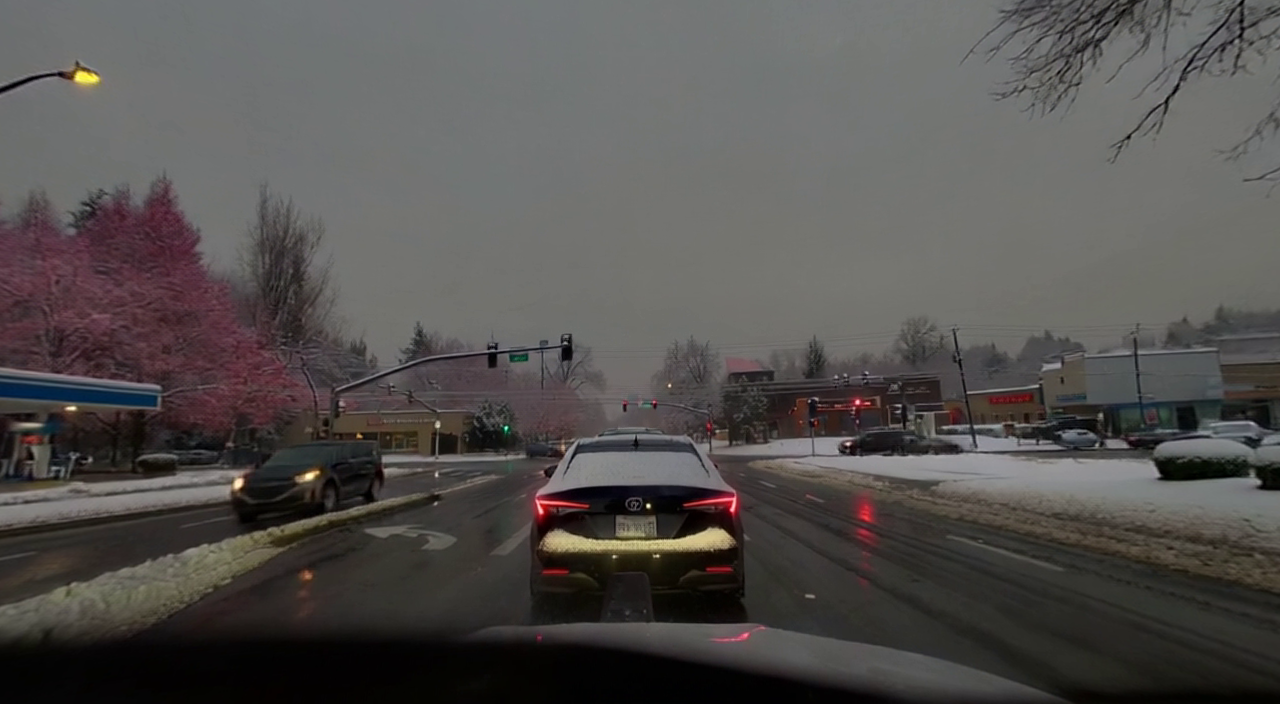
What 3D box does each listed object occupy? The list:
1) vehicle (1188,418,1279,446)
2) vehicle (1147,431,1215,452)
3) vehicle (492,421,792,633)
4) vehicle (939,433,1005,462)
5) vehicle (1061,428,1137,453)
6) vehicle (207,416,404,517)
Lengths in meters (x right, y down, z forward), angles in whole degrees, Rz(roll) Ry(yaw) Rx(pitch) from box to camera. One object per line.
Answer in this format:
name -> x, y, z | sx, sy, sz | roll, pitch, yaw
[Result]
vehicle -> 36.315, 4.914, 38.457 | 1.848, 1.581, 4.475 | -1, -8, 3
vehicle -> 40.936, 6.764, 47.706 | 3.573, 1.432, 1.604 | -3, -8, 1
vehicle -> -0.002, 1.545, 6.560 | 2.112, 1.482, 4.057 | 0, -8, 0
vehicle -> 18.380, 5.287, 34.848 | 2.053, 1.495, 4.091 | -8, -12, 44
vehicle -> 34.787, 6.707, 47.837 | 4.294, 1.557, 1.744 | -4, -7, 1
vehicle -> -8.008, 2.781, 15.905 | 2.378, 2.084, 5.225 | 0, -8, -4
